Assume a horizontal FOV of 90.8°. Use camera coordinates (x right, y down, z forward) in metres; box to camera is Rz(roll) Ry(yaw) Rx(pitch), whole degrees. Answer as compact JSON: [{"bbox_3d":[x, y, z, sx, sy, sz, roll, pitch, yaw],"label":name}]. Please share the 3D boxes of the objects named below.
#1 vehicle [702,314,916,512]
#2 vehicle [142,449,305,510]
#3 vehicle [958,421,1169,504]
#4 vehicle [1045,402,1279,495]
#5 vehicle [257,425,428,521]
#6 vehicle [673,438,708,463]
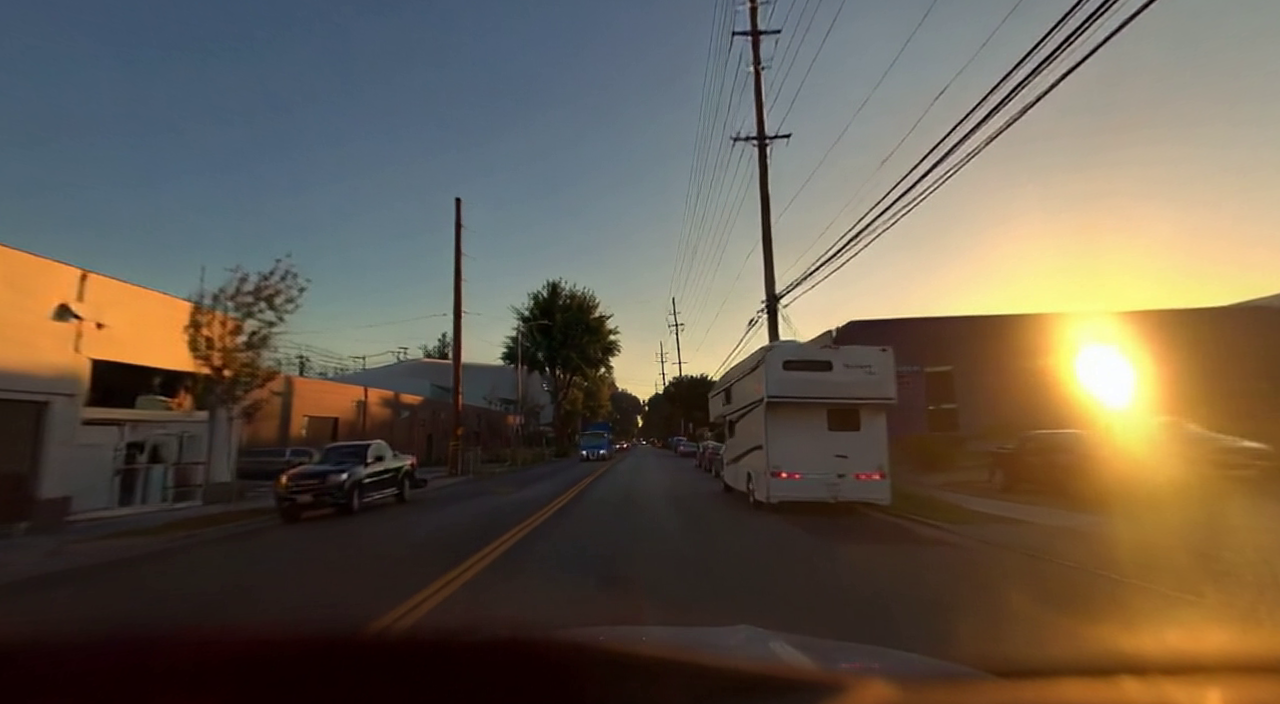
[{"bbox_3d":[3.839,1.922,16.927,3.029,3.860,7.726,-5,-10,-2],"label":"vehicle"},{"bbox_3d":[-12.306,3.740,19.067,1.763,1.497,4.275,-5,-9,6],"label":"vehicle"},{"bbox_3d":[9.674,2.556,14.993,2.039,1.662,4.304,-1,-8,1],"label":"vehicle"},{"bbox_3d":[12.277,2.284,15.084,2.022,1.849,4.509,0,-8,-2],"label":"vehicle"},{"bbox_3d":[-7.893,3.244,17.522,2.177,2.075,5.427,-4,-9,-1],"label":"vehicle"},{"bbox_3d":[3.840,7.602,48.854,2.112,1.848,4.913,0,-8,-2],"label":"vehicle"}]
